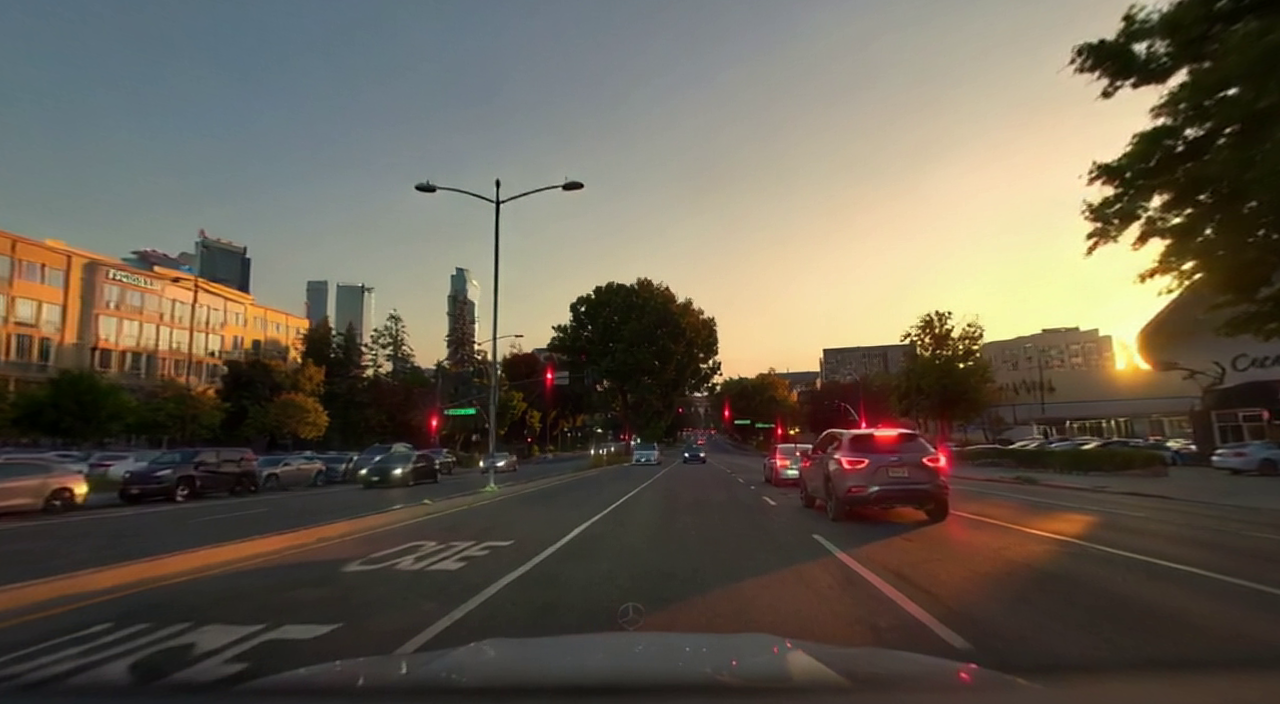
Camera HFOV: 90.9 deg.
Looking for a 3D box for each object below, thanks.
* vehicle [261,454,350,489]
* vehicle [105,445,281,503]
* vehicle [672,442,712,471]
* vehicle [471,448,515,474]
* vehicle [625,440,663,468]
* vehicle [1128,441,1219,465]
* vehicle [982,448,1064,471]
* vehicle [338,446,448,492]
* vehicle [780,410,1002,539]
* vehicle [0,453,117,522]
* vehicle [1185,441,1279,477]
[{"bbox_3d":[-15.876,5.654,30.207,1.804,1.437,4.560,0,-8,-1],"label":"vehicle"},{"bbox_3d":[-16.281,4.423,23.507,2.200,1.884,5.653,-1,-8,3],"label":"vehicle"},{"bbox_3d":[2.903,5.741,34.696,2.059,1.477,3.988,-1,-8,6],"label":"vehicle"},{"bbox_3d":[-8.978,6.687,38.860,1.884,1.456,4.356,0,-8,-3],"label":"vehicle"},{"bbox_3d":[0.319,6.660,41.233,2.057,1.678,4.639,-1,-8,6],"label":"vehicle"},{"bbox_3d":[39.846,7.525,47.151,4.775,1.529,1.992,-3,-8,6],"label":"vehicle"},{"bbox_3d":[26.351,7.388,43.470,4.361,1.429,1.843,0,-9,10],"label":"vehicle"},{"bbox_3d":[-9.257,4.386,24.097,2.047,1.572,4.472,-1,-8,6],"label":"vehicle"},{"bbox_3d":[4.089,2.100,11.449,2.282,1.797,4.924,-1,-8,4],"label":"vehicle"},{"bbox_3d":[-16.260,3.388,15.899,1.937,1.605,4.531,-1,-8,5],"label":"vehicle"},{"bbox_3d":[28.200,4.780,28.217,2.043,1.496,5.210,3,-10,-22],"label":"vehicle"}]
